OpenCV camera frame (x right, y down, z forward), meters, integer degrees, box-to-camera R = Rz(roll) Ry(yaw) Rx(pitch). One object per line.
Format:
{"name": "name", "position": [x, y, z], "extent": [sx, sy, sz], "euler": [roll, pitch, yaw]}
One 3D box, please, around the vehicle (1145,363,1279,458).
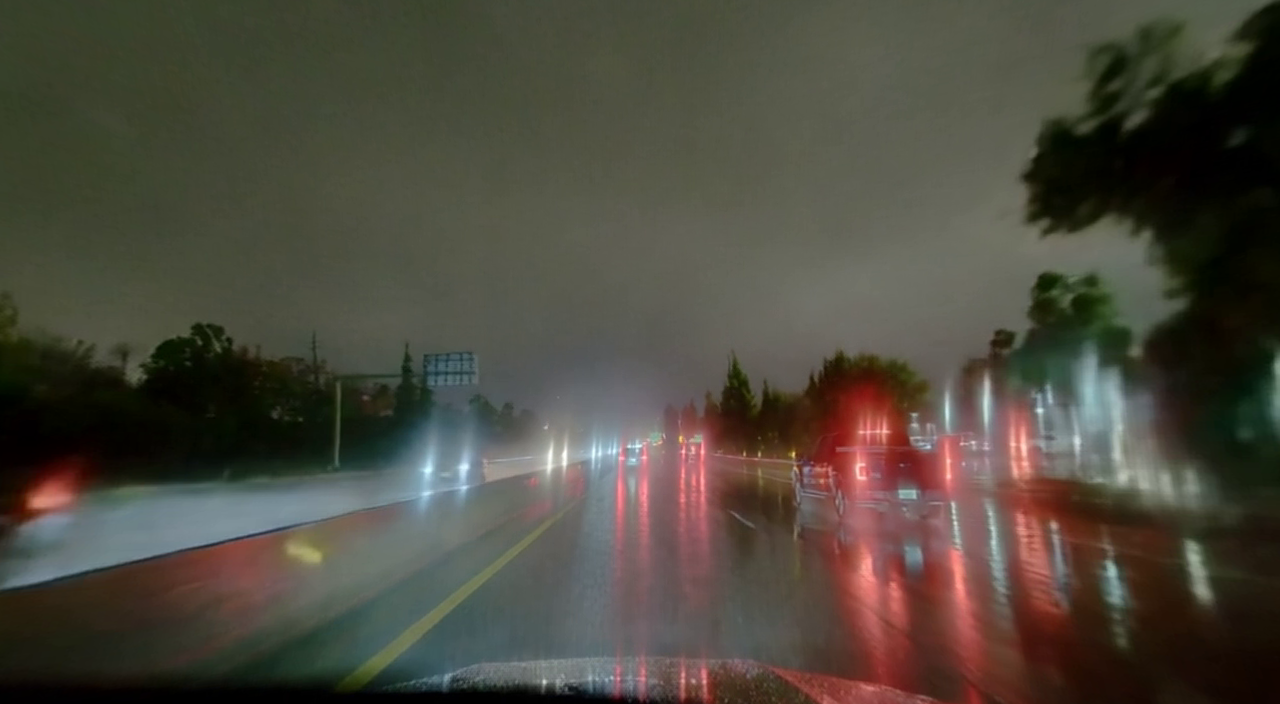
{"name": "vehicle", "position": [28.658, 2.557, 27.078], "extent": [2.909, 3.998, 13.523], "euler": [-1, -9, 2]}

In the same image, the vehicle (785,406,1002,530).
{"name": "vehicle", "position": [4.607, 2.218, 12.459], "extent": [2.261, 1.952, 4.784], "euler": [0, -9, 0]}

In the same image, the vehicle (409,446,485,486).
{"name": "vehicle", "position": [-8.708, 5.168, 28.727], "extent": [1.995, 1.677, 4.480], "euler": [0, -9, 1]}

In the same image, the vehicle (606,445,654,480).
{"name": "vehicle", "position": [-0.395, 4.977, 28.460], "extent": [2.029, 1.483, 3.769], "euler": [0, -9, 1]}

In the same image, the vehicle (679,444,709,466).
{"name": "vehicle", "position": [4.141, 7.948, 48.432], "extent": [1.936, 1.589, 3.915], "euler": [0, -9, 0]}
